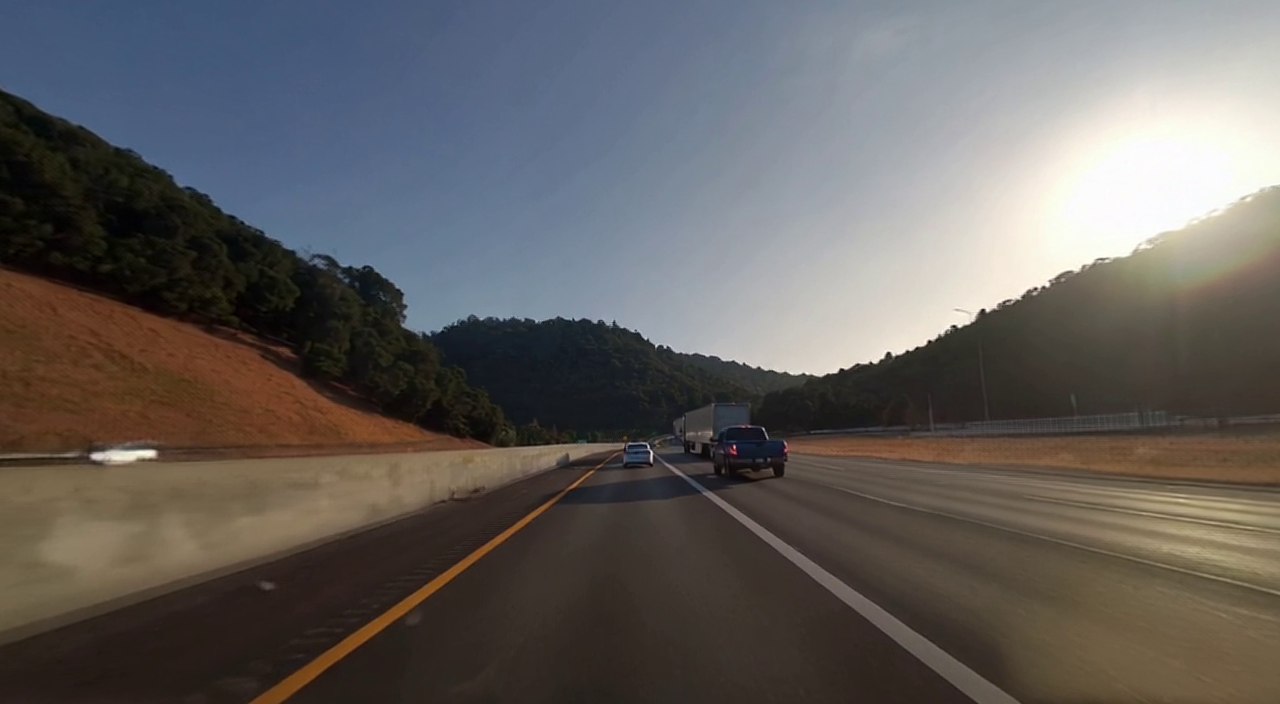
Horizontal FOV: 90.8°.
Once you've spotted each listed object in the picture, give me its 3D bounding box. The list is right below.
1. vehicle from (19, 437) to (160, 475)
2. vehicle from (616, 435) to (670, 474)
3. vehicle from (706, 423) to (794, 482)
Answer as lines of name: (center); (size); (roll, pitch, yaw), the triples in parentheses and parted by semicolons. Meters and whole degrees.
vehicle: (-27.993, 5.306, 32.472); (2.099, 1.730, 5.722); (0, -9, 0)
vehicle: (0.082, 4.286, 26.521); (2.083, 1.477, 3.965); (0, -9, -1)
vehicle: (3.650, 3.461, 21.888); (2.098, 1.794, 4.561); (0, -9, -2)
